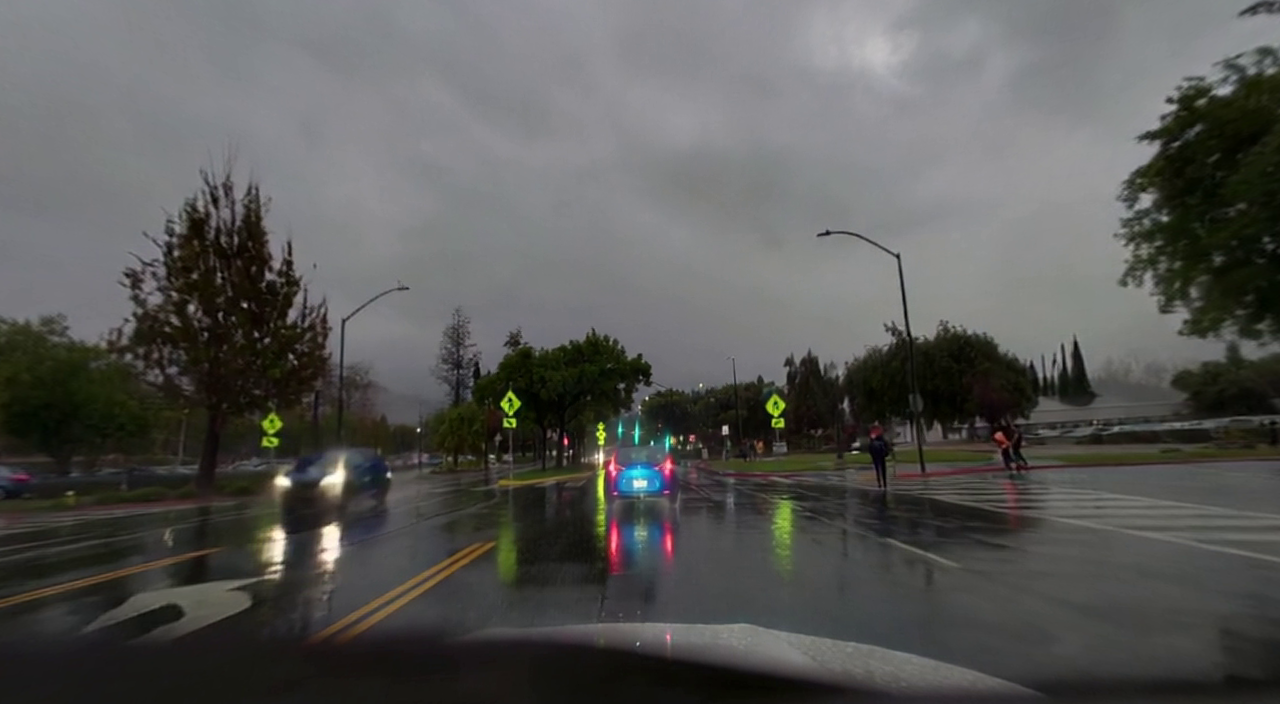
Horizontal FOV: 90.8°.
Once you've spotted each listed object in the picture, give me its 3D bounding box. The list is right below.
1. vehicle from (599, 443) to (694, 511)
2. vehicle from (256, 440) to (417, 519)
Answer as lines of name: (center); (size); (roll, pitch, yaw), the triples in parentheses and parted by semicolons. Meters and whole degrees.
vehicle: (0.084, 3.277, 17.093); (2.221, 1.570, 4.398); (0, -9, -2)
vehicle: (-8.470, 3.556, 18.331); (2.179, 1.933, 5.034); (0, -9, 0)
